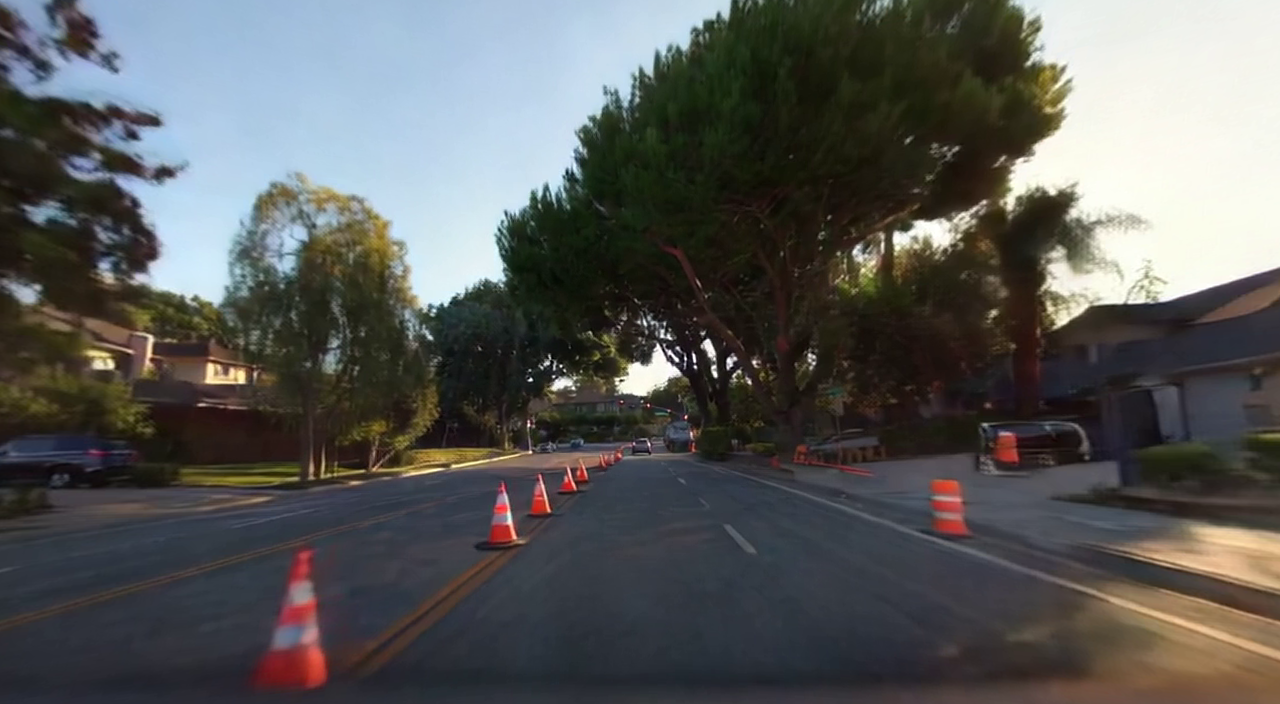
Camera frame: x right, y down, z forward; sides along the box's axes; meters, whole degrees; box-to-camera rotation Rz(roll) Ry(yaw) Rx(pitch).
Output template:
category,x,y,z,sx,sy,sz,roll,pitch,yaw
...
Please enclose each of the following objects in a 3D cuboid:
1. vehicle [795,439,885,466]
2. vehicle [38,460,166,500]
category,x,y,z,sx,sy,sz,roll,pitch,yaw
vehicle,11.122,5.601,35.250,4.463,1.466,1.813,-1,-8,5
vehicle,-23.425,5.569,27.632,1.952,1.511,4.147,0,-9,-1
